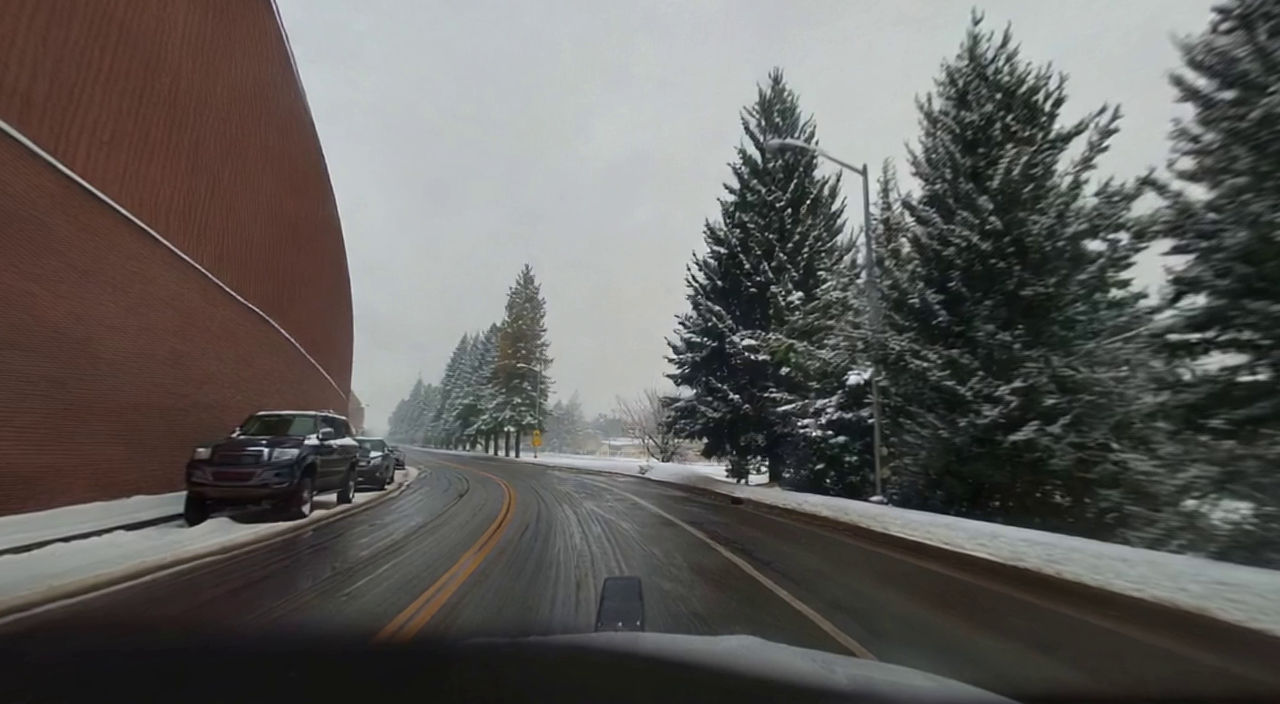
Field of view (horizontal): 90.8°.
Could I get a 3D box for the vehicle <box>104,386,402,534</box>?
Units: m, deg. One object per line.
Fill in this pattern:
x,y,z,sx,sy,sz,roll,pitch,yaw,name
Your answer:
-7.960,2.378,14.455,3.073,2.458,6.937,3,-9,-7,vehicle
